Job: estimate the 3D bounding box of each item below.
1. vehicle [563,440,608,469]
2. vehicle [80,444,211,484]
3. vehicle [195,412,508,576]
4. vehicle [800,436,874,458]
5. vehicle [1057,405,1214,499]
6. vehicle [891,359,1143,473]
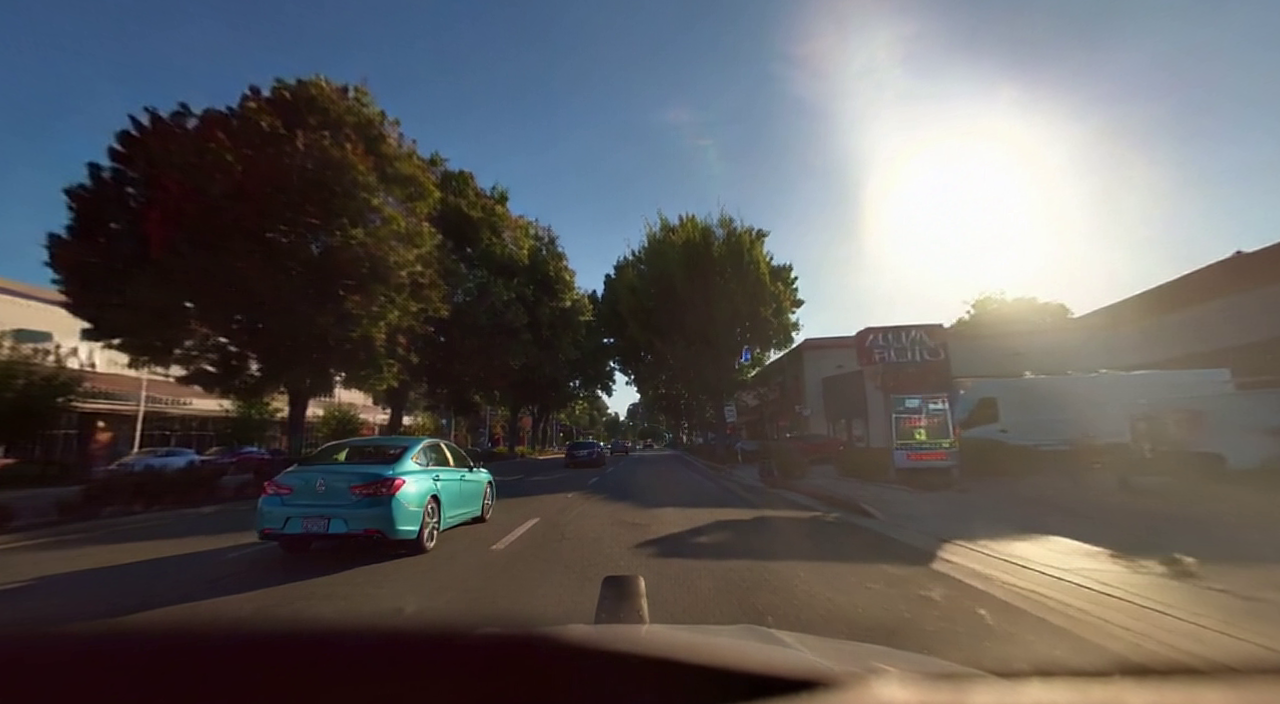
[{"bbox_3d":[-2.966,5.678,35.042,1.955,1.461,4.396,0,-9,2],"label":"vehicle"},{"bbox_3d":[-25.575,5.787,33.058,2.258,1.896,5.595,0,-9,1],"label":"vehicle"},{"bbox_3d":[-3.437,1.805,8.803,2.126,1.655,4.560,0,-9,1],"label":"vehicle"},{"bbox_3d":[14.298,6.890,45.941,4.697,1.518,1.990,0,-8,-2],"label":"vehicle"},{"bbox_3d":[11.895,2.350,15.004,5.297,1.843,2.097,8,-12,-44],"label":"vehicle"},{"bbox_3d":[15.199,2.688,26.041,8.300,4.310,2.832,-1,-9,1],"label":"vehicle"}]
